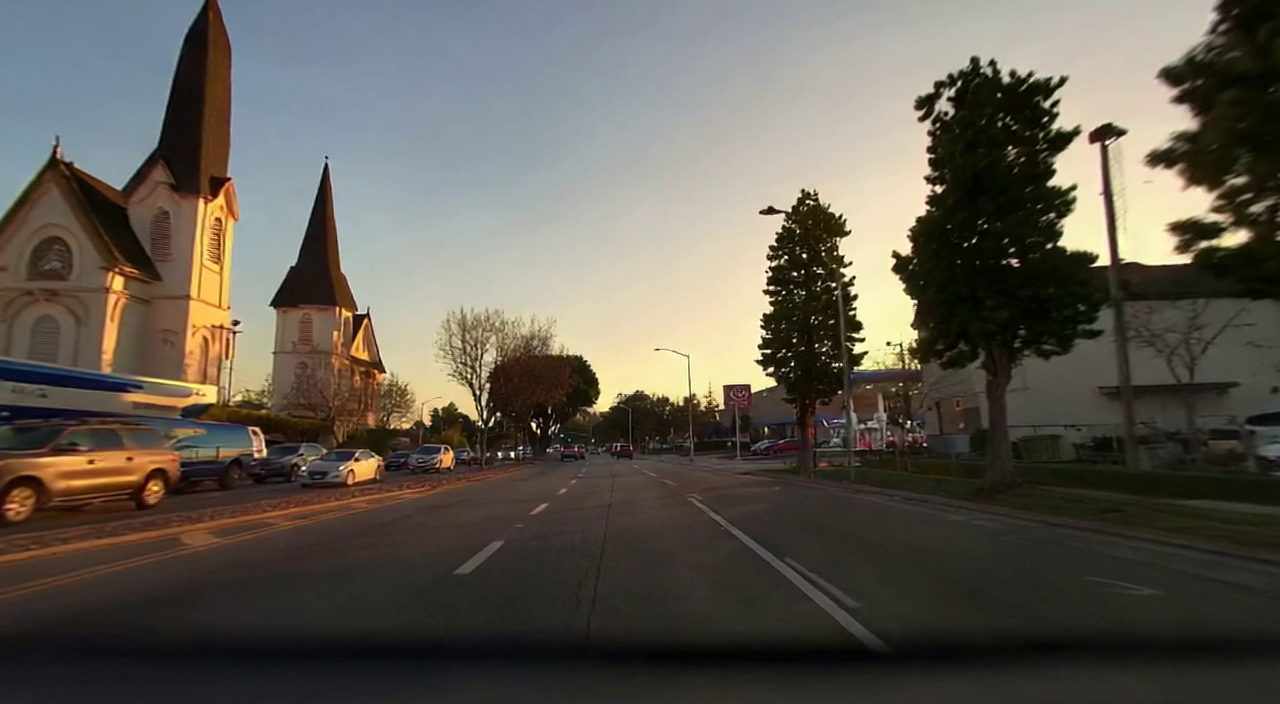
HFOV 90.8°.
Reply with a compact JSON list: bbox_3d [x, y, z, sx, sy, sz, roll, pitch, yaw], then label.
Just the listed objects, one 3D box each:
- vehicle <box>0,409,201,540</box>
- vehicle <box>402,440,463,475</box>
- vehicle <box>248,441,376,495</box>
[{"bbox_3d":[-11.504,2.245,11.989,2.292,2.096,5.647,0,-8,-1],"label":"vehicle"},{"bbox_3d":[-12.391,6.337,38.124,2.206,1.922,4.968,0,-8,-2],"label":"vehicle"},{"bbox_3d":[-11.510,4.070,22.653,2.134,1.705,4.710,0,-8,-1],"label":"vehicle"}]
